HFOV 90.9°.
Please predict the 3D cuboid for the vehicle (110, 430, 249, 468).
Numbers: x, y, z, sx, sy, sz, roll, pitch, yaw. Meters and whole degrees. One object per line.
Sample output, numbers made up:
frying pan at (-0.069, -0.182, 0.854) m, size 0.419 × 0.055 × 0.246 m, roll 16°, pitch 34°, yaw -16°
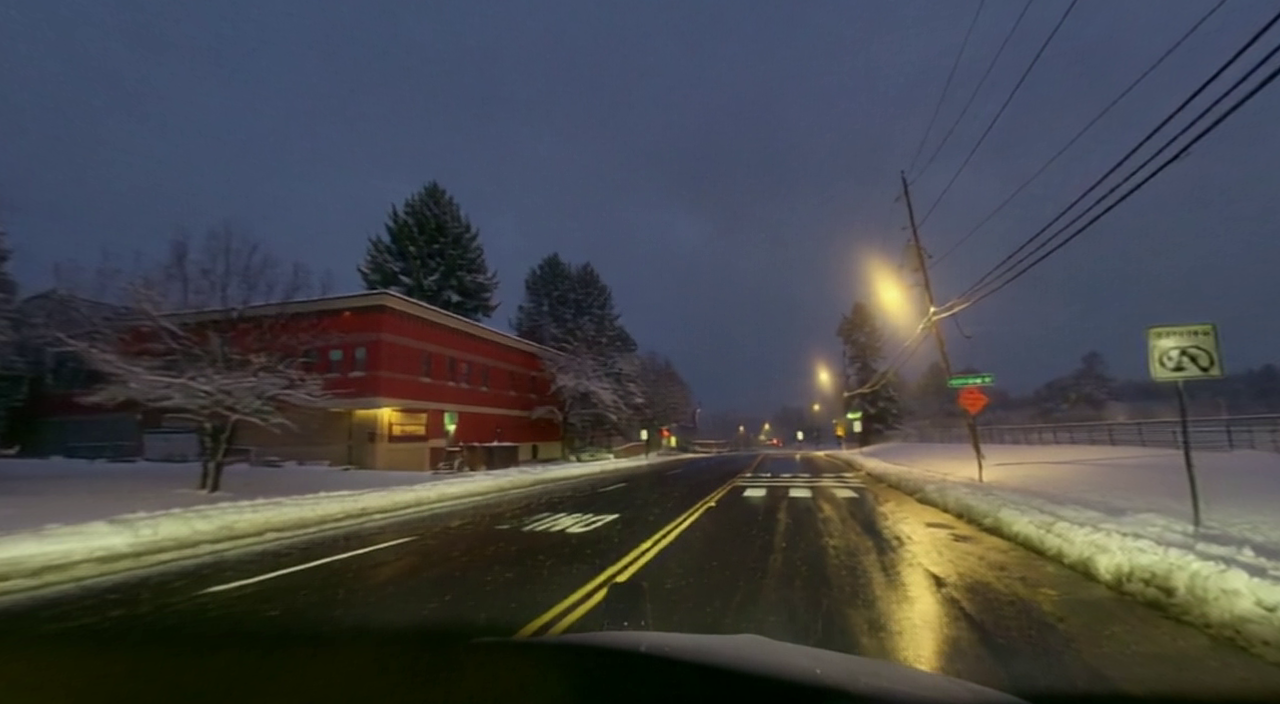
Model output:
vehicle at (-21.322, 4.492, 29.253) m, size 5.035 × 1.666 × 2.449 m, roll -2°, pitch -8°, yaw 15°
